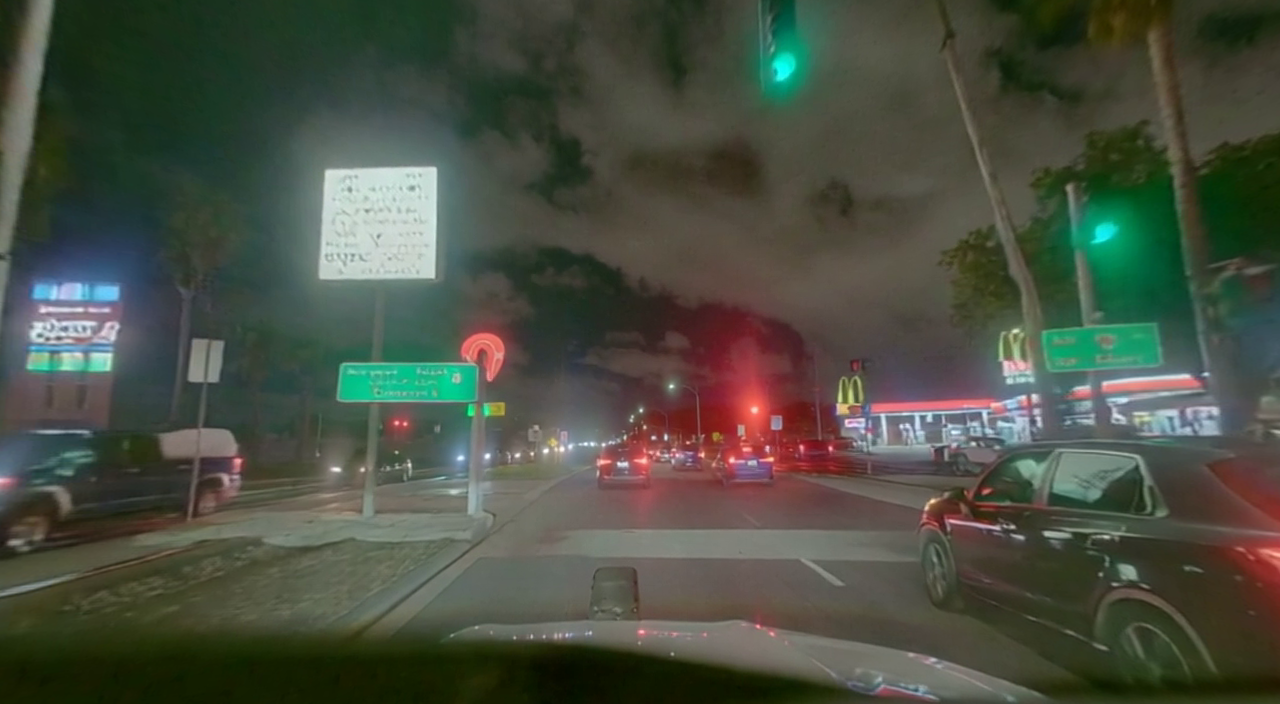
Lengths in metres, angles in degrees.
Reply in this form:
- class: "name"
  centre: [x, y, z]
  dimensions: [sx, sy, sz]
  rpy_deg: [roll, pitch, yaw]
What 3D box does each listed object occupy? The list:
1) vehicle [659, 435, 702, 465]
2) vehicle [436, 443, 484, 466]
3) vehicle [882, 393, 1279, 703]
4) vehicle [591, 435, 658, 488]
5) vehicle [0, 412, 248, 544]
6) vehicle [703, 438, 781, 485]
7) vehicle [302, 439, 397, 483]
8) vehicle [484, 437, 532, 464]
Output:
- class: "vehicle"
  centre: [2.541, 6.318, 40.977]
  dimensions: [2.299, 1.803, 5.434]
  rpy_deg: [0, -8, -1]
- class: "vehicle"
  centre: [-12.119, 6.922, 42.880]
  dimensions: [1.908, 1.506, 4.397]
  rpy_deg: [0, -8, 1]
- class: "vehicle"
  centre: [3.392, 1.131, 4.000]
  dimensions: [1.987, 1.474, 4.198]
  rpy_deg: [0, -8, -1]
- class: "vehicle"
  centre: [-0.514, 3.588, 21.030]
  dimensions: [2.021, 1.550, 4.090]
  rpy_deg: [0, -8, -1]
- class: "vehicle"
  centre: [-10.178, 2.171, 11.491]
  dimensions: [2.252, 1.871, 5.727]
  rpy_deg: [-1, -8, 2]
- class: "vehicle"
  centre: [3.410, 3.763, 22.042]
  dimensions: [1.889, 1.448, 4.262]
  rpy_deg: [0, -8, -2]
- class: "vehicle"
  centre: [-12.540, 4.719, 27.658]
  dimensions: [2.006, 1.737, 4.537]
  rpy_deg: [0, -8, 0]
- class: "vehicle"
  centre: [-8.788, 6.611, 42.535]
  dimensions: [1.980, 1.719, 4.963]
  rpy_deg: [0, -8, 2]
